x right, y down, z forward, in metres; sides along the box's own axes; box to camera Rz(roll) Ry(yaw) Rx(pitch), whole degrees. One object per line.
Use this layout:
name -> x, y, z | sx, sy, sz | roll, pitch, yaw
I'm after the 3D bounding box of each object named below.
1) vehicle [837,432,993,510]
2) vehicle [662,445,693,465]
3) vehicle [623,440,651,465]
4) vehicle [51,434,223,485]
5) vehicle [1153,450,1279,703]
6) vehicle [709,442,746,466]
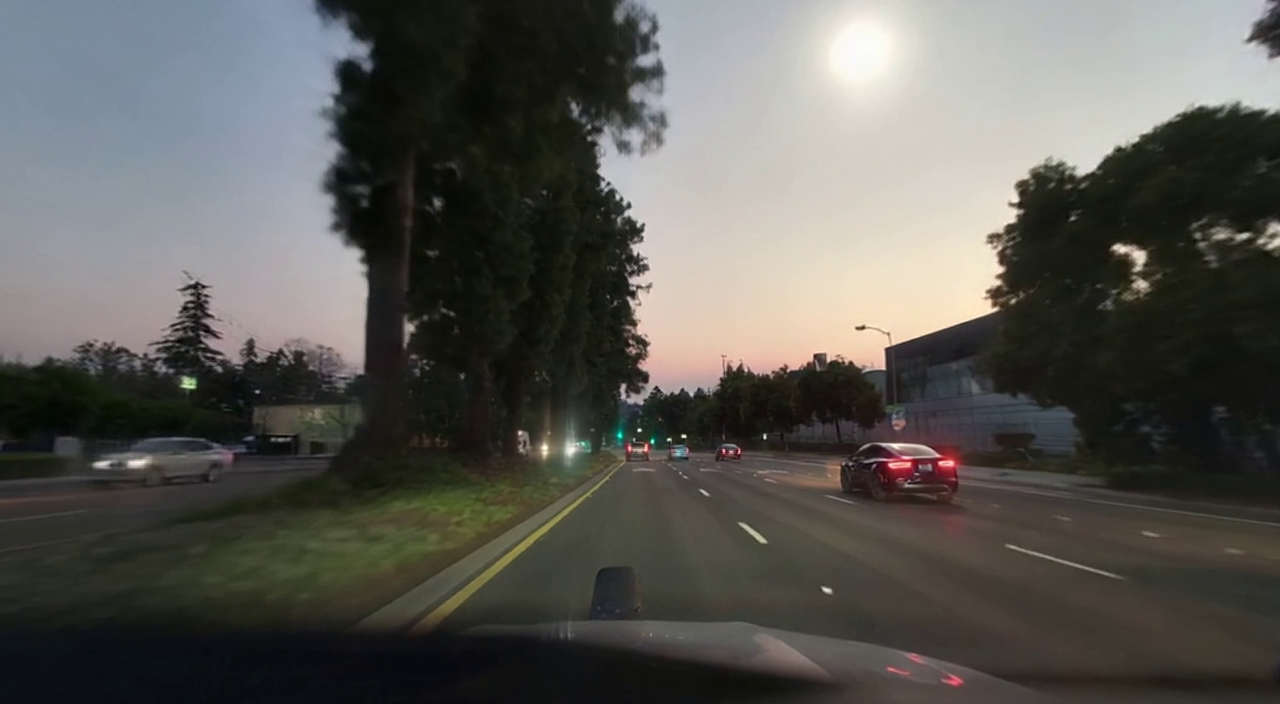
vehicle -> 6.838, 2.990, 16.353 | 1.987, 1.730, 4.373 | 0, -9, -1
vehicle -> 2.847, 7.903, 48.685 | 1.930, 1.483, 4.471 | 0, -9, -2
vehicle -> -0.267, 7.838, 49.308 | 2.146, 1.800, 4.042 | 0, -9, -1
vehicle -> -17.819, 3.833, 22.804 | 2.005, 1.628, 4.940 | 0, -9, 2
vehicle -> 3.286, 0.779, 0.561 | 1.990, 1.347, 4.388 | 0, -9, 0
vehicle -> 6.278, 7.379, 45.868 | 1.931, 1.685, 4.054 | 0, -9, -3
